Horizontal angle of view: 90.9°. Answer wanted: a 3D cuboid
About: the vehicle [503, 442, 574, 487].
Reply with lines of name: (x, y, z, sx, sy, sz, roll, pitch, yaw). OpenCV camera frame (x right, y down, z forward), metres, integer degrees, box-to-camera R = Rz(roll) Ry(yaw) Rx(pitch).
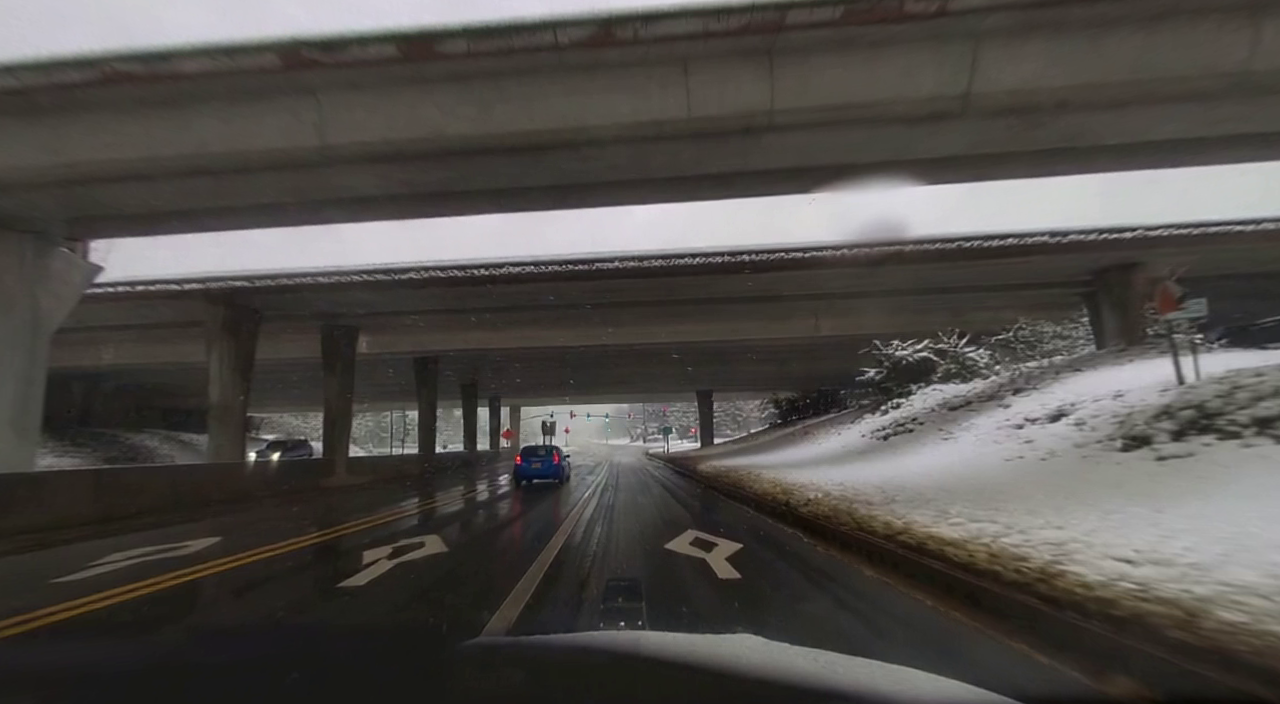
vehicle: (-3.578, 4.050, 23.000, 1.963, 1.460, 4.614, 0, -9, -2)

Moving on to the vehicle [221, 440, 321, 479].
vehicle: (-18.534, 5.416, 31.957, 2.196, 1.834, 4.766, 0, -9, -1)
